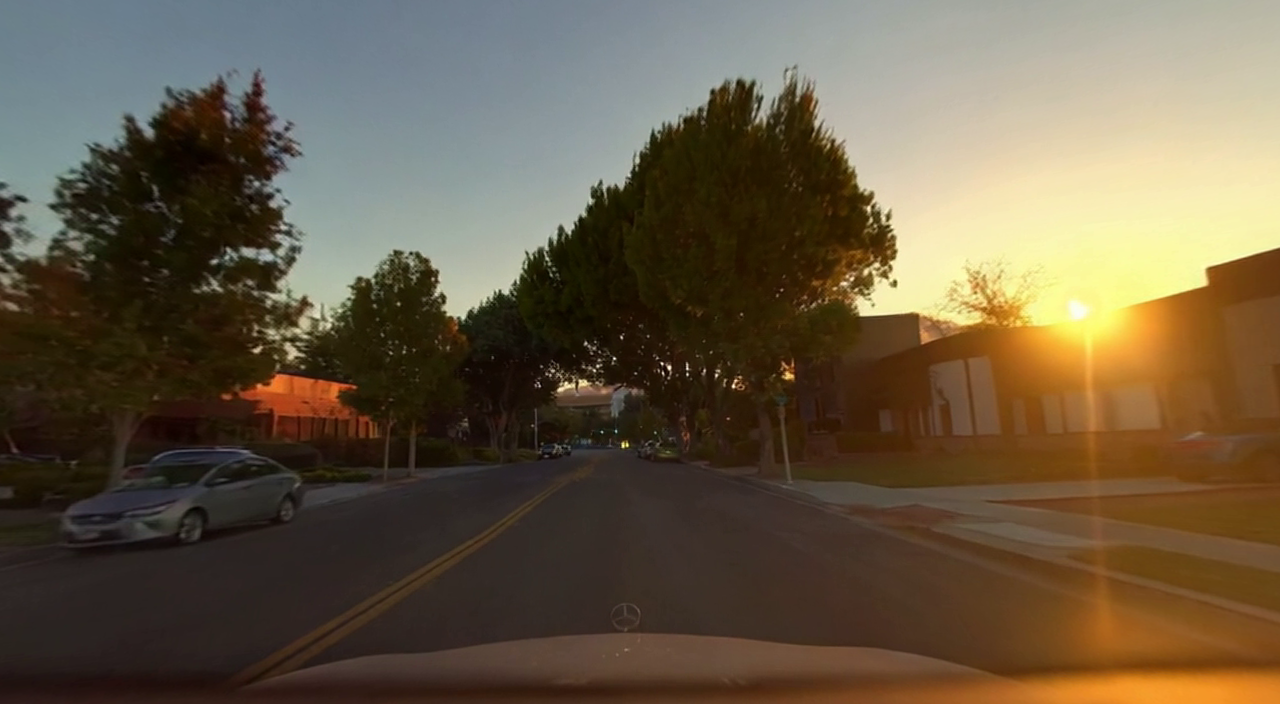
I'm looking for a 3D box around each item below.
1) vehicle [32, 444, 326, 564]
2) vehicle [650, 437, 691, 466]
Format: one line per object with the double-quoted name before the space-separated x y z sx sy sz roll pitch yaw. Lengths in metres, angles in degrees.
"vehicle" -7.513 2.441 11.031 1.928 1.537 4.439 -2 -8 -2
"vehicle" 2.031 6.911 43.961 2.248 1.821 5.021 0 -9 -4
